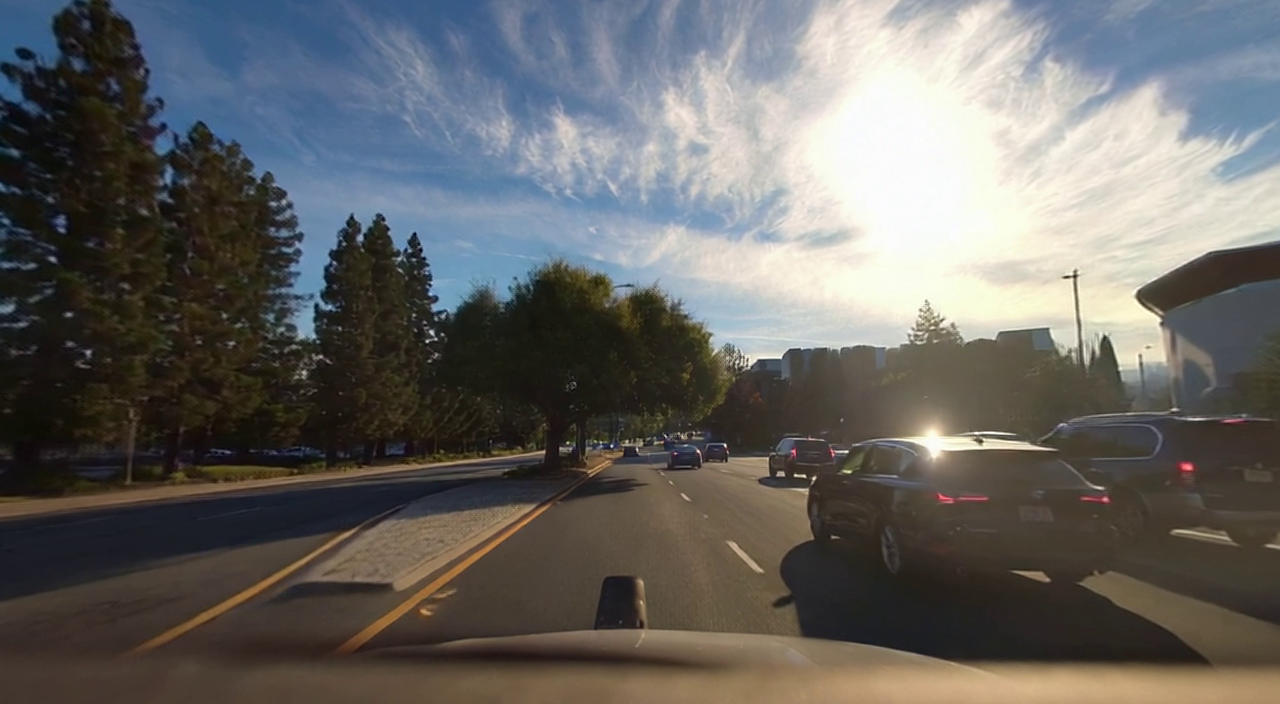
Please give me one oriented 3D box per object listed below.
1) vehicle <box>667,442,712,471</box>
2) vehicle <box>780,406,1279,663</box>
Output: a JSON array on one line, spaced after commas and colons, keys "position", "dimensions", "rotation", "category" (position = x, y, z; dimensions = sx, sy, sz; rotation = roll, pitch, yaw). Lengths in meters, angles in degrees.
[{"position": [2.598, 5.613, 34.054], "dimensions": [1.980, 1.484, 4.093], "rotation": [0, -8, -1], "category": "vehicle"}, {"position": [3.027, 1.483, 6.406], "dimensions": [1.932, 1.547, 4.992], "rotation": [0, -8, -2], "category": "vehicle"}]
